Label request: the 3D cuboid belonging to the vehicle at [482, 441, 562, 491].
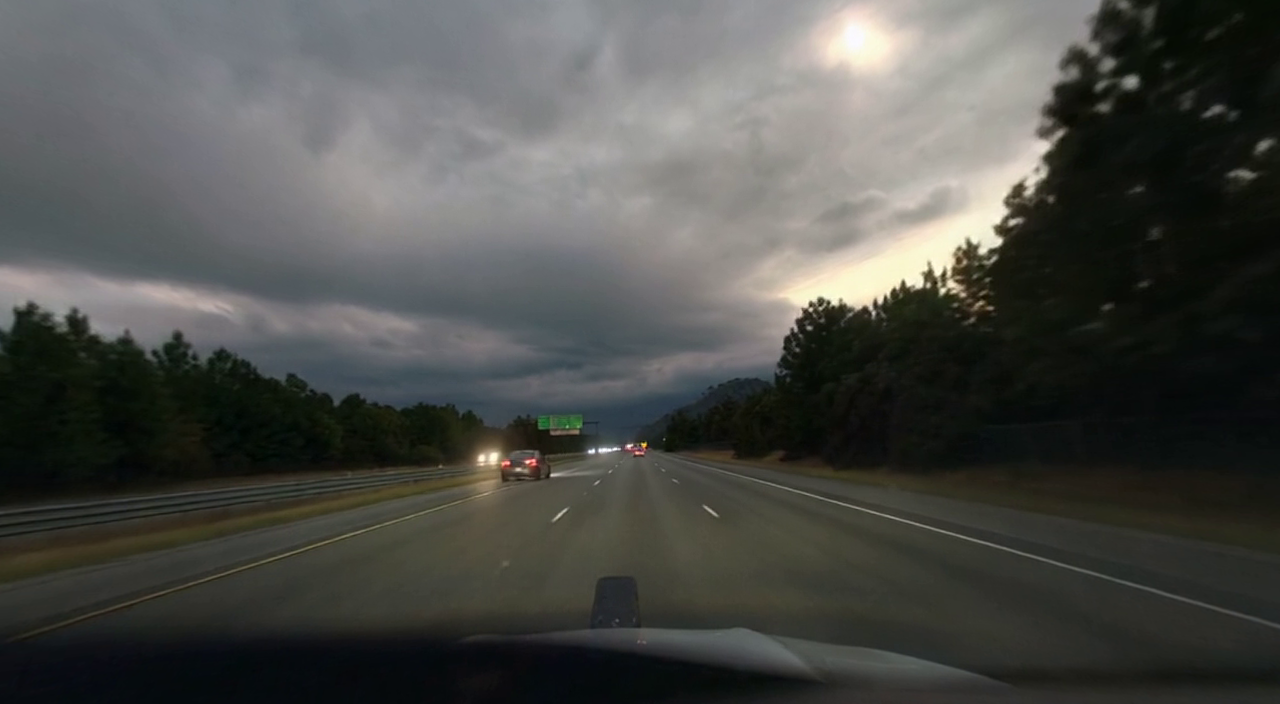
[{"bbox_3d":[-4.126,4.063,22.741,1.958,1.587,4.801,0,-9,0],"label":"vehicle"}]
